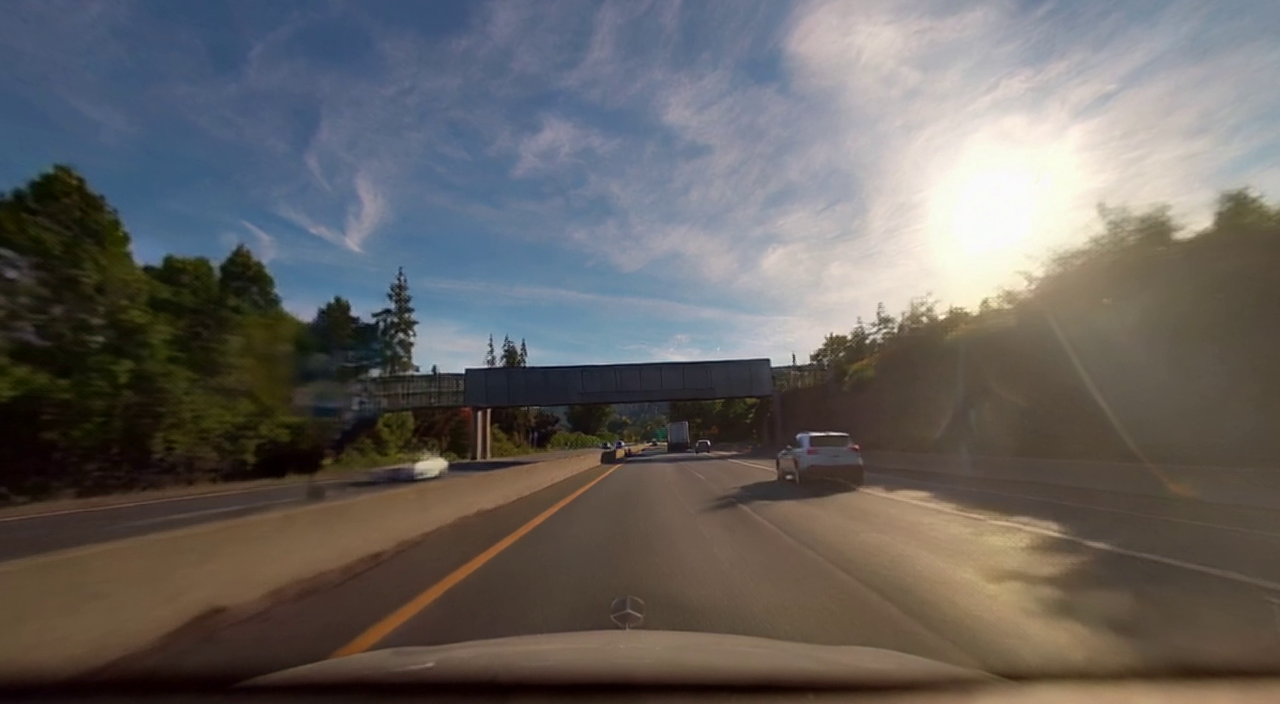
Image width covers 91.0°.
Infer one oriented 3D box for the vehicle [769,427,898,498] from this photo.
[{"bbox_3d":[4.744,2.761,16.123,1.954,1.550,4.140,0,-8,0],"label":"vehicle"}]
